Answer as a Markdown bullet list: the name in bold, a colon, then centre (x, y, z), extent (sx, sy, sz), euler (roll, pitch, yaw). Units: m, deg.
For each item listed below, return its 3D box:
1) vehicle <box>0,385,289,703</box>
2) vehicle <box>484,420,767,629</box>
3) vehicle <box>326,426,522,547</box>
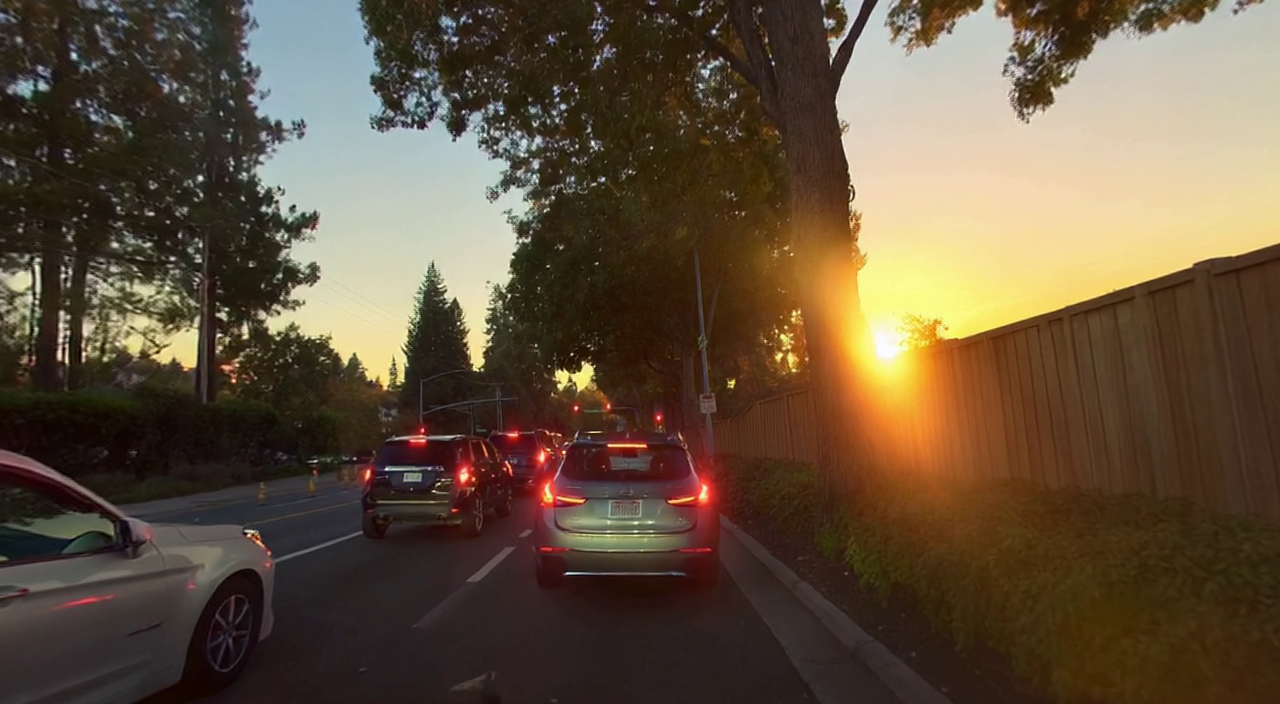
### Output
- **vehicle**: centre (-3.208, 0.794, 1.582), extent (1.980, 1.520, 4.636), euler (0, -8, 0)
- **vehicle**: centre (-0.132, 1.506, 6.449), extent (1.995, 1.460, 3.865), euler (0, -8, -1)
- **vehicle**: centre (-3.221, 2.063, 10.255), extent (1.850, 1.582, 3.688), euler (0, -8, 0)
